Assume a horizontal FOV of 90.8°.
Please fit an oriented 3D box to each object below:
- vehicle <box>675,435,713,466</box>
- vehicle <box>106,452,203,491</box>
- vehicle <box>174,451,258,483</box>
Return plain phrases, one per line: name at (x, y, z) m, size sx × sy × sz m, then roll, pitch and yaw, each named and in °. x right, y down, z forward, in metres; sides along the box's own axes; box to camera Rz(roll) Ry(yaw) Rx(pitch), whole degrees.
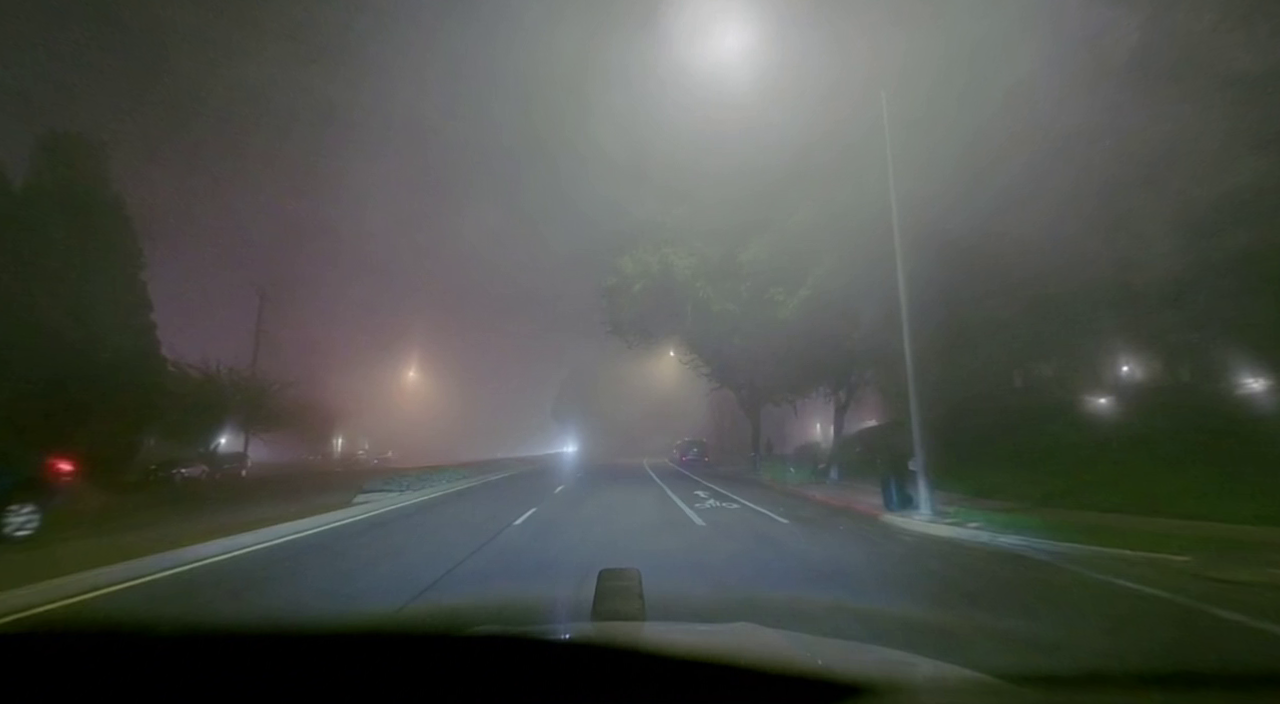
vehicle at (3.131, 5.834, 37.441) m, size 2.013 × 1.710 × 4.403 m, roll 0°, pitch -9°, yaw 2°
vehicle at (-24.820, 6.102, 32.508) m, size 1.864 × 1.575 × 4.149 m, roll -3°, pitch -7°, yaw -3°
vehicle at (-24.997, 6.754, 37.478) m, size 1.999 × 1.720 × 4.253 m, roll 0°, pitch -9°, yaw 0°
